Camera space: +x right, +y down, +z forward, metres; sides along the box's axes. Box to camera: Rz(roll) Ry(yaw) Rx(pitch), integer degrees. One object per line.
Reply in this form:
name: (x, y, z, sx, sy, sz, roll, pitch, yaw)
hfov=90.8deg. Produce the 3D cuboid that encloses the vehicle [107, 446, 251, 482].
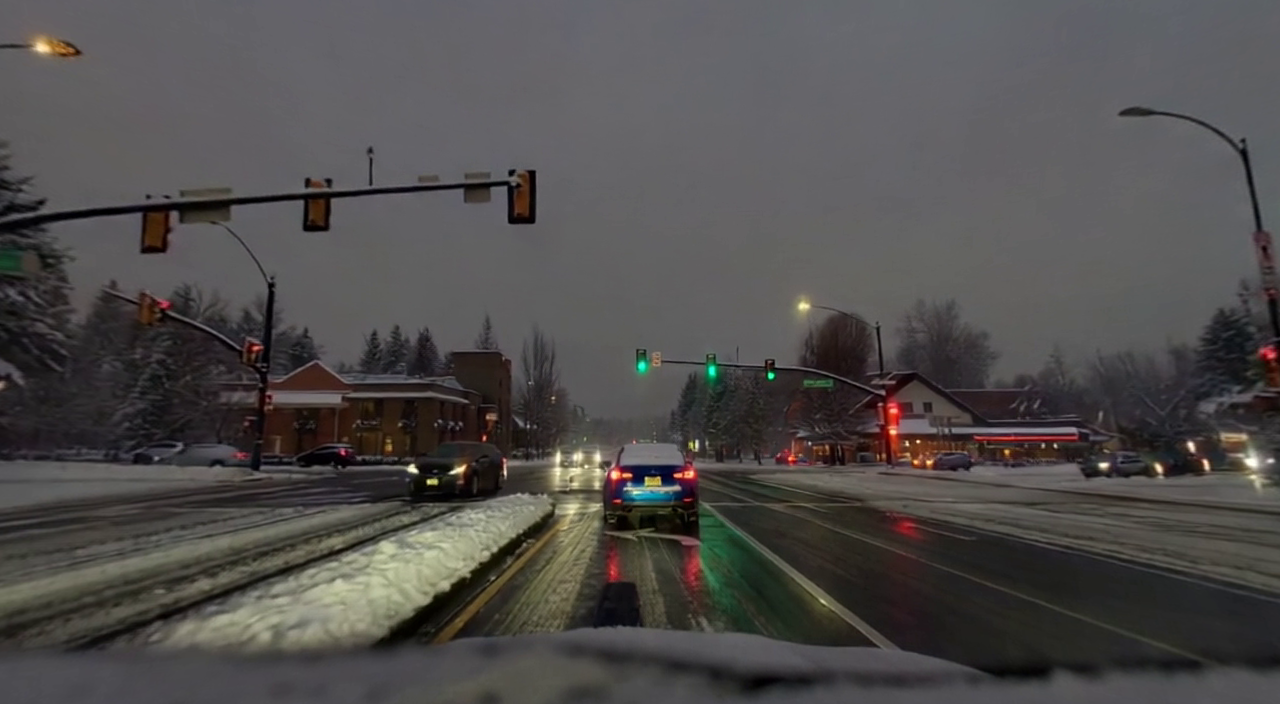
vehicle: (-19.148, 4.651, 26.399, 4.531, 1.434, 1.841, 0, -9, -1)

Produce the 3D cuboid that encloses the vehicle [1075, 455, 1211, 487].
vehicle: (23.467, 5.547, 29.606, 4.684, 1.412, 1.995, 0, -9, -2)

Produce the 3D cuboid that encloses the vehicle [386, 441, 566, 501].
vehicle: (-4.683, 3.330, 18.077, 4.626, 1.489, 2.213, -4, -10, 26)

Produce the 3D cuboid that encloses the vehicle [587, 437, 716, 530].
vehicle: (0.065, 2.431, 12.298, 2.067, 1.471, 4.241, 1, -9, -4)
